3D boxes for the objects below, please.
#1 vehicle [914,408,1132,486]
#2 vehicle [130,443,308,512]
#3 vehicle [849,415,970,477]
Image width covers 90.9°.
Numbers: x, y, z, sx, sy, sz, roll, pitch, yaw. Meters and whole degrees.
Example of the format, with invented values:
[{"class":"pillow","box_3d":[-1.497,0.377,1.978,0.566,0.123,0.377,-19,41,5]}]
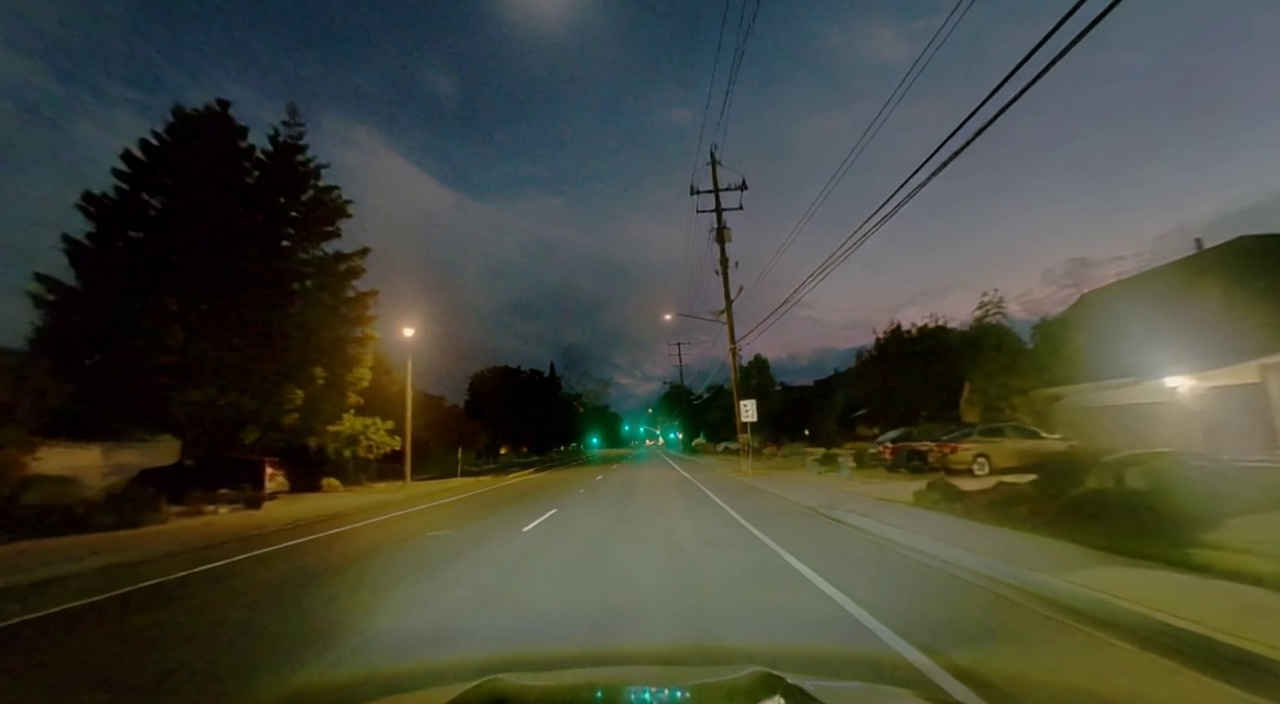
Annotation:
[{"class":"vehicle","box_3d":[10.411,2.615,17.442,4.626,1.731,2.007,-3,-8,-1]},{"class":"vehicle","box_3d":[-13.053,3.873,20.042,2.053,1.906,4.889,-1,-9,3]},{"class":"vehicle","box_3d":[9.590,3.261,22.185,2.087,1.903,5.134,-8,-11,44]}]
